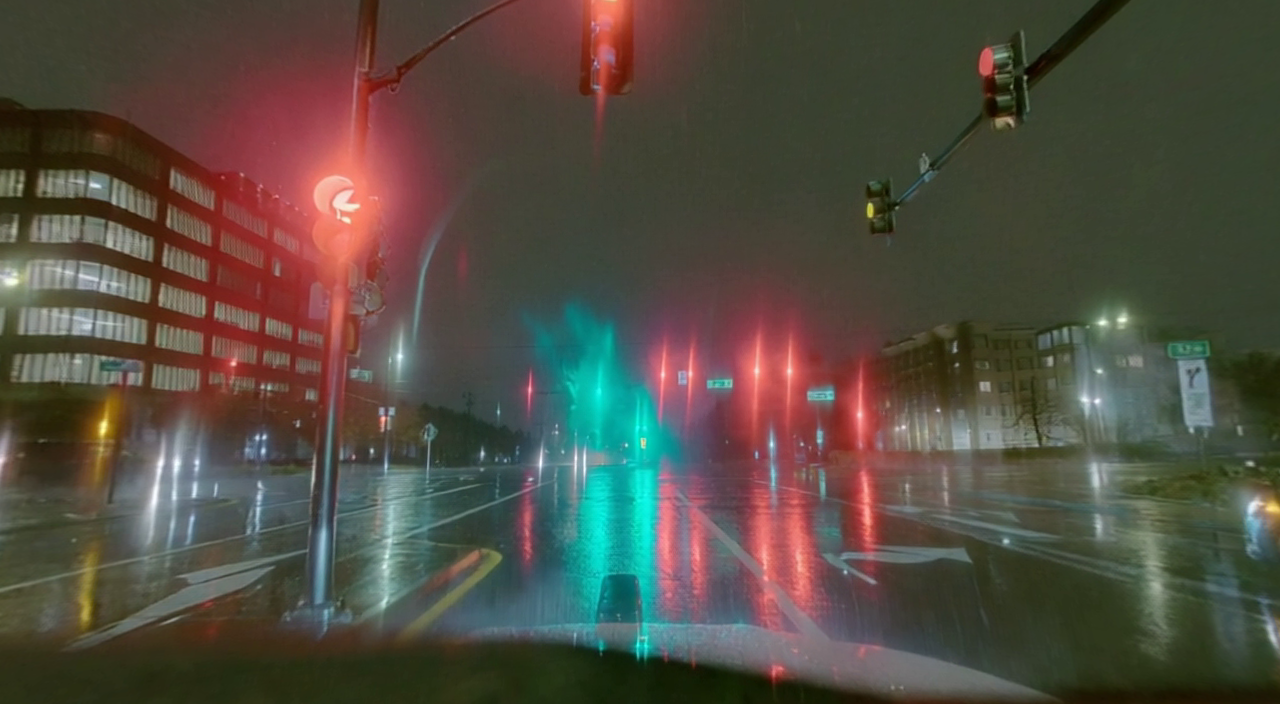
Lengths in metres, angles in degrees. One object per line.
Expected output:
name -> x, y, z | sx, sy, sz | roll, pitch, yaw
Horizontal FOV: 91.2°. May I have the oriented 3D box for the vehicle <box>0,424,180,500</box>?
vehicle -> -24.960, 4.825, 27.587 | 7.088, 3.096, 2.678 | 0, -9, -1
